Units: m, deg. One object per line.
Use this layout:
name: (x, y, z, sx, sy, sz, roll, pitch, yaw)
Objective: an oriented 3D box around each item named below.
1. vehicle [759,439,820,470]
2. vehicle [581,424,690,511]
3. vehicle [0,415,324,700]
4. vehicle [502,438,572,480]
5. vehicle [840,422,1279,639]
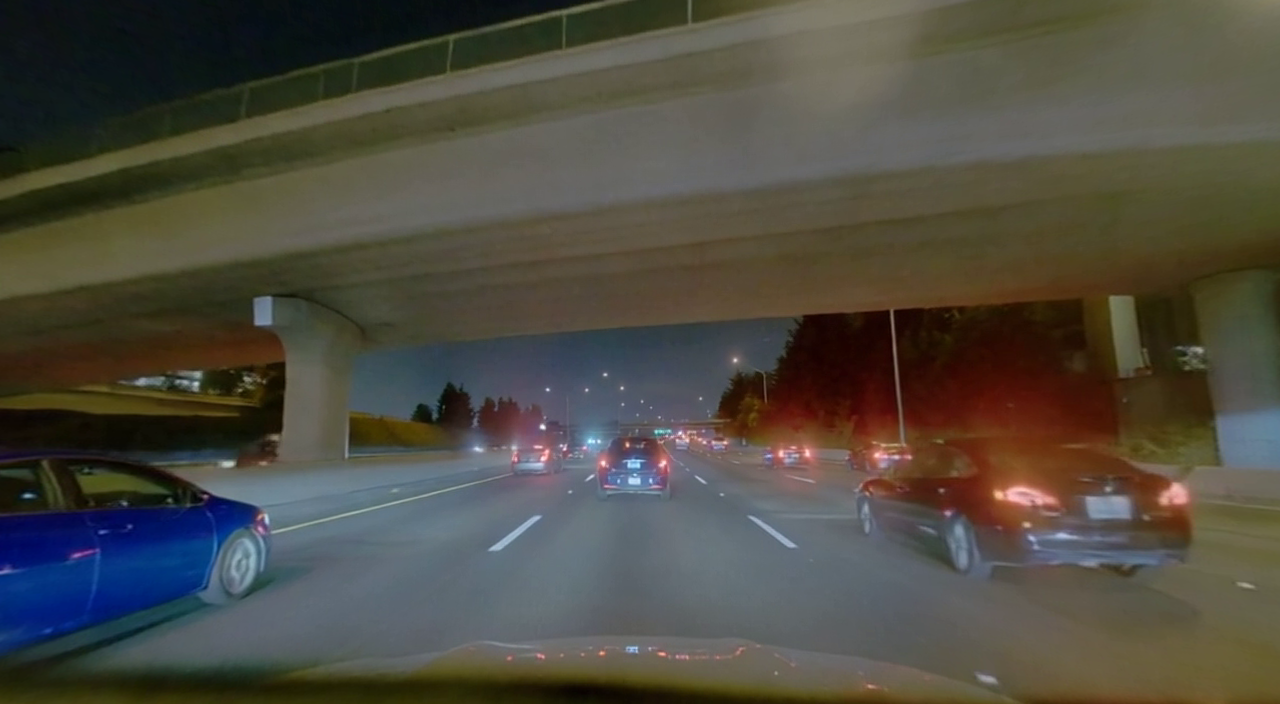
vehicle: (7.784, 5.384, 33.212, 2.049, 1.521, 4.604, 0, -9, 0)
vehicle: (-0.060, 2.617, 14.670, 2.181, 1.697, 4.021, 0, -9, 1)
vehicle: (-4.334, 1.228, 4.335, 1.974, 1.478, 4.412, 0, -9, 1)
vehicle: (-3.967, 4.196, 24.965, 1.947, 1.516, 4.295, 0, -9, 1)
vehicle: (3.906, 1.595, 6.750, 2.031, 1.492, 4.577, 0, -9, 0)
